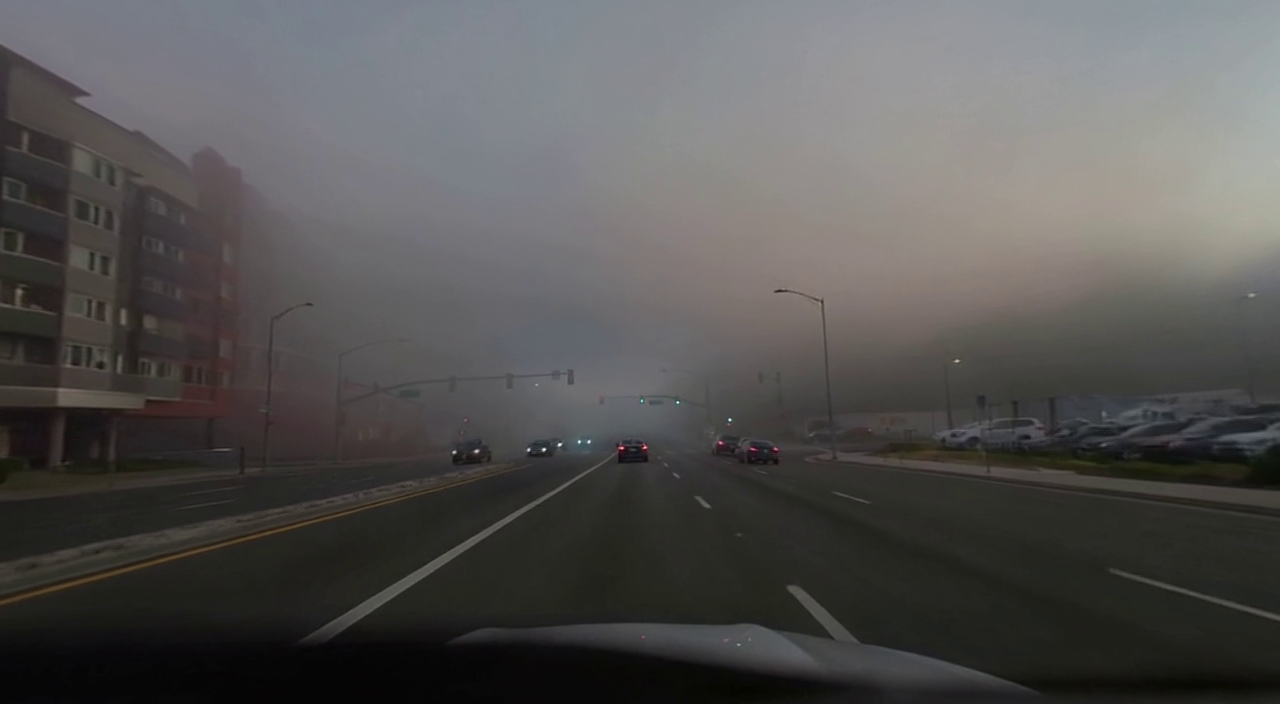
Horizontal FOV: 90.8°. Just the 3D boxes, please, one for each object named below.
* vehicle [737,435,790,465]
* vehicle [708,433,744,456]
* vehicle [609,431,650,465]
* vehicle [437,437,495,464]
[{"bbox_3d":[6.271,5.028,32.499,1.768,1.417,4.213,0,-9,-1],"label":"vehicle"},{"bbox_3d":[6.245,6.850,46.548,1.963,1.611,4.359,0,-9,-1],"label":"vehicle"},{"bbox_3d":[-0.508,4.962,32.687,2.032,1.593,3.896,0,-9,0],"label":"vehicle"},{"bbox_3d":[-11.871,6.740,43.350,1.858,1.686,4.330,-2,-9,14],"label":"vehicle"}]
